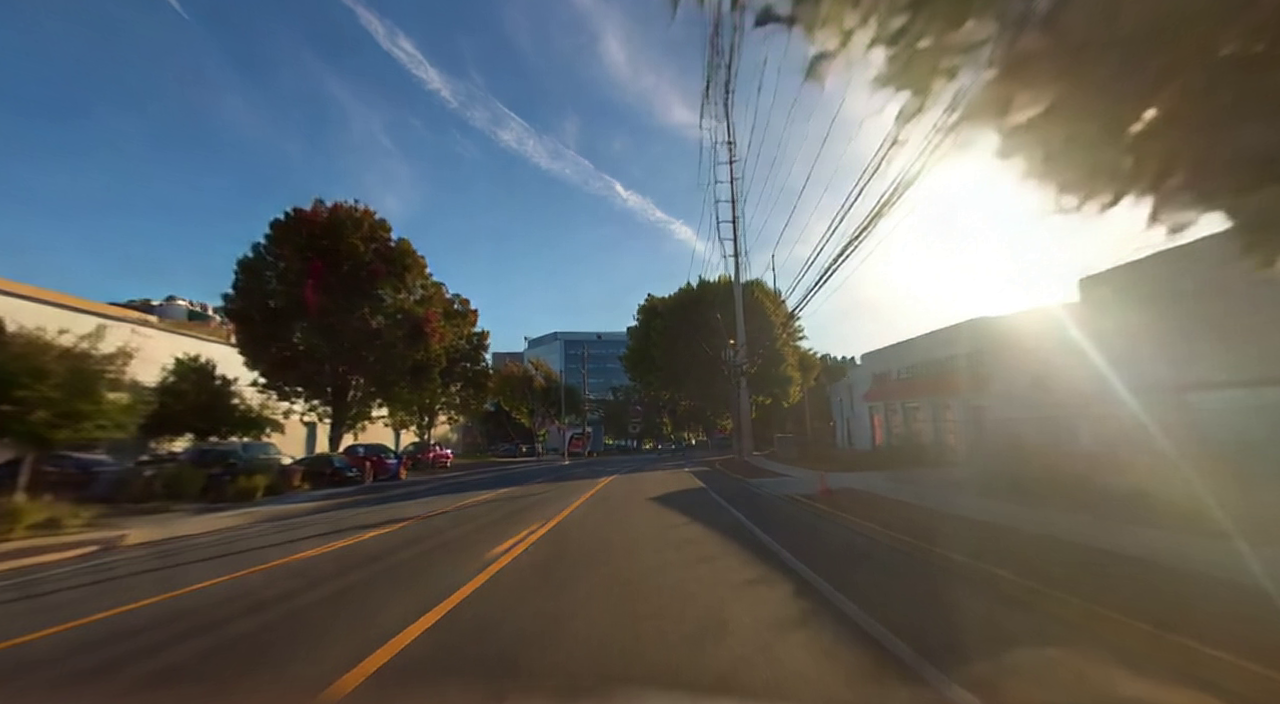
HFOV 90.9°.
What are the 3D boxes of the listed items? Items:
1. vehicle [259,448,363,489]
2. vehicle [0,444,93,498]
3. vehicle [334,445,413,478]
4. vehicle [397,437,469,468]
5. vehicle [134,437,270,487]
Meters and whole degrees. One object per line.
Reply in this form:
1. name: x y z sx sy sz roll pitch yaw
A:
1. vehicle: -14.317 5.056 27.762 2.122 1.440 4.601 -4 -8 0
2. vehicle: -23.414 4.496 23.579 5.135 1.765 2.062 -6 -8 19
3. vehicle: -13.945 5.715 33.305 2.070 1.577 4.652 0 -8 1
4. vehicle: -15.173 7.484 46.733 2.502 2.113 6.488 -1 -9 6
5. vehicle: -19.542 4.909 28.569 2.099 2.038 5.624 0 -8 0
